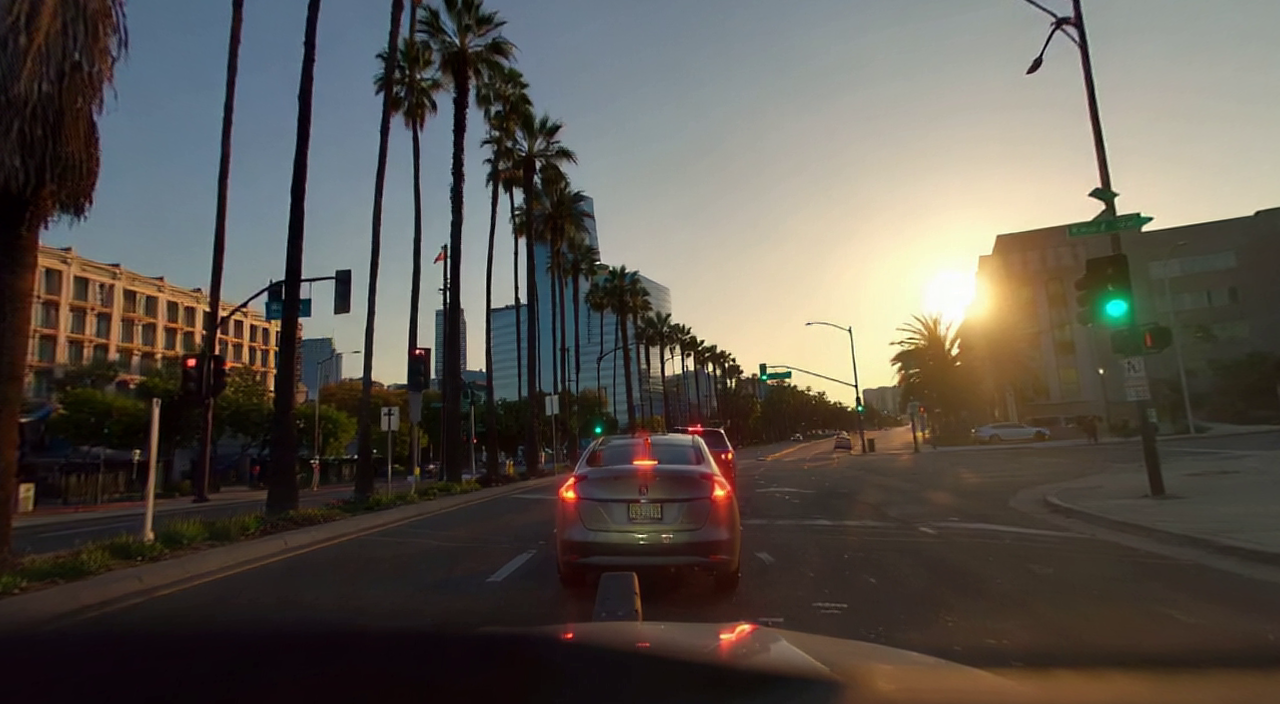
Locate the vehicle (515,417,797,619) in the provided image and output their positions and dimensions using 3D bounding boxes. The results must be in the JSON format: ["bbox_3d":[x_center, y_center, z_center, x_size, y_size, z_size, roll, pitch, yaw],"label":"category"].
[{"bbox_3d":[0.144,1.552,6.822,2.096,1.492,4.071,0,-9,1],"label":"vehicle"}]
